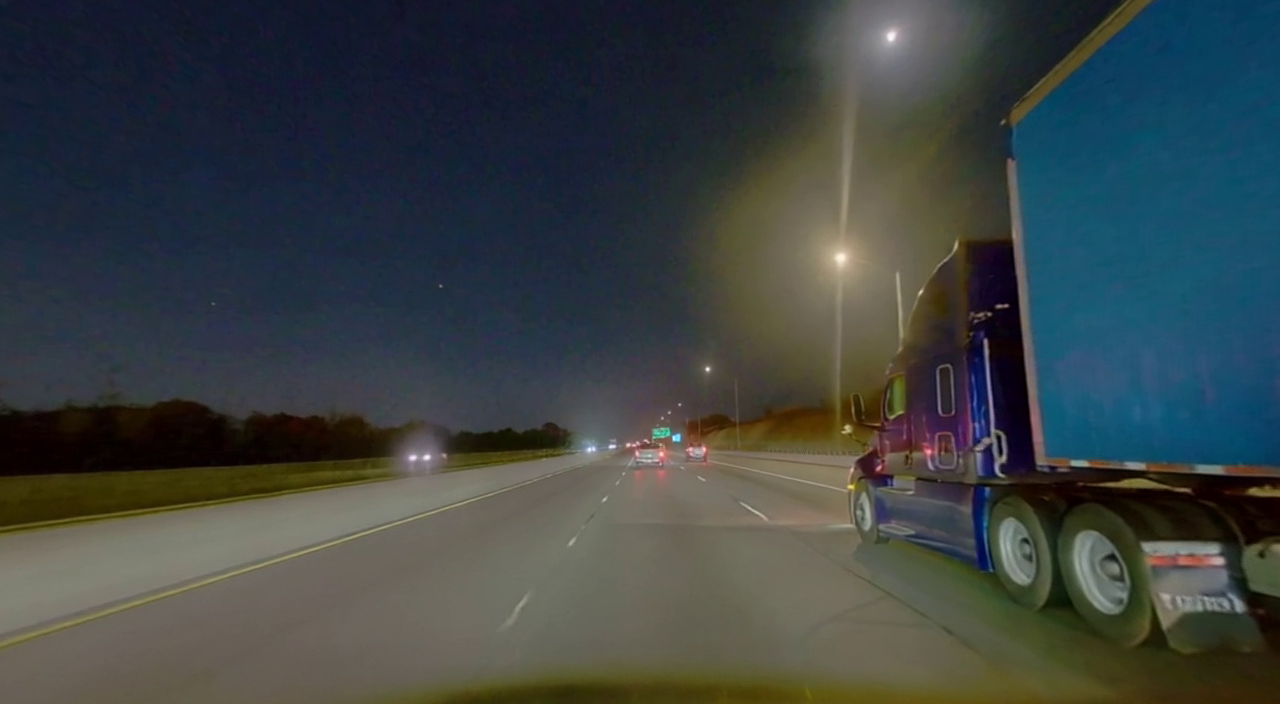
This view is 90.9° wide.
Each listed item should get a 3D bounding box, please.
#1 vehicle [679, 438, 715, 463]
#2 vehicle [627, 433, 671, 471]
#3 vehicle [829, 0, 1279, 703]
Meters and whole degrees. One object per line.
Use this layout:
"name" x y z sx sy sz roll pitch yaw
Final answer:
"vehicle" 4.349 7.556 48.559 2.215 1.798 4.776 0 -9 -1
"vehicle" 0.420 5.279 33.500 2.205 1.860 4.301 0 -9 0
"vehicle" 4.351 0.124 5.075 3.030 3.985 8.655 0 -9 1
